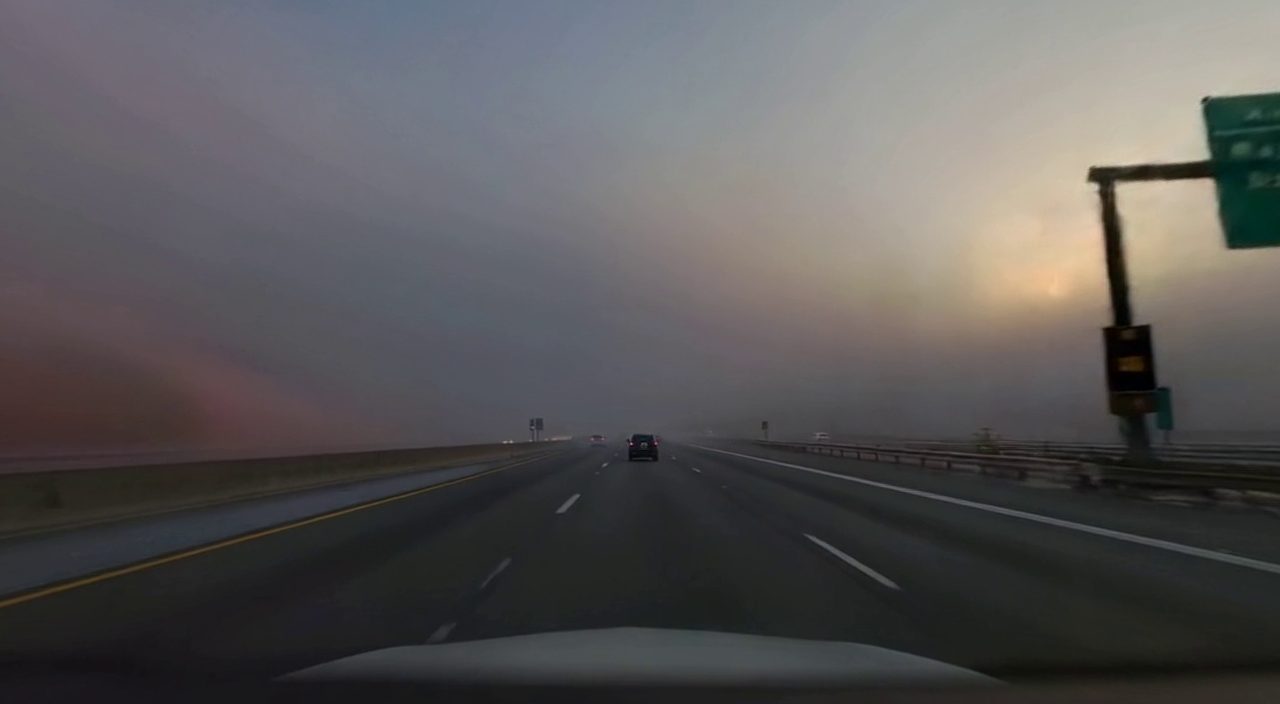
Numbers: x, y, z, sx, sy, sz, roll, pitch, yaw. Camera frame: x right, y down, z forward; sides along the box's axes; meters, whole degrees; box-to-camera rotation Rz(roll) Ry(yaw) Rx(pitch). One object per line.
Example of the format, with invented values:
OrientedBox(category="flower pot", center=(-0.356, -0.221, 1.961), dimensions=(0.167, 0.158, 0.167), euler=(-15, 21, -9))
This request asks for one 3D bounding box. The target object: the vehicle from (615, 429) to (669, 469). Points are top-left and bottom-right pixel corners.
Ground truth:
OrientedBox(category="vehicle", center=(0.030, 4.037, 26.356), dimensions=(2.086, 1.554, 3.875), euler=(0, -8, -2))
